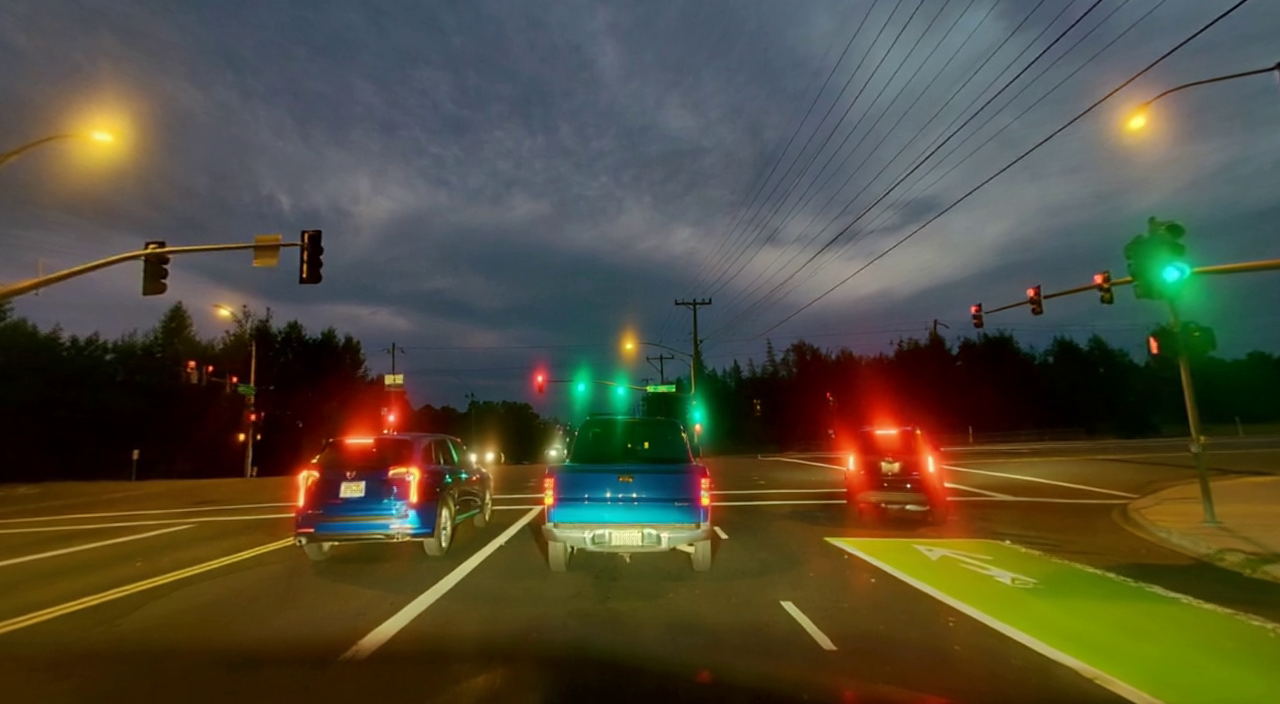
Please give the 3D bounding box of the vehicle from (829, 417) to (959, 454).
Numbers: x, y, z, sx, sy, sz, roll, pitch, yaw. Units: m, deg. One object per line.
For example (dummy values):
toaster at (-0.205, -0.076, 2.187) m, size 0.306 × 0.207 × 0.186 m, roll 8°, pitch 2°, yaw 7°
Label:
vehicle at (13.846, 4.602, 34.830) m, size 6.143 × 1.944 × 2.229 m, roll -1°, pitch -8°, yaw 5°

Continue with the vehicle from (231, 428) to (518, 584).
vehicle at (-2.932, 1.766, 8.015) m, size 1.969 × 1.486 × 3.702 m, roll 0°, pitch -8°, yaw 1°

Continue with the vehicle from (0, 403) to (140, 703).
vehicle at (-3.350, 0.663, 0.448) m, size 1.928 × 1.488 × 4.936 m, roll 0°, pitch -8°, yaw 0°

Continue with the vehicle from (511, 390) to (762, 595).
vehicle at (-0.058, 1.522, 7.614) m, size 2.182 × 1.773 × 4.041 m, roll 0°, pitch -8°, yaw -1°
